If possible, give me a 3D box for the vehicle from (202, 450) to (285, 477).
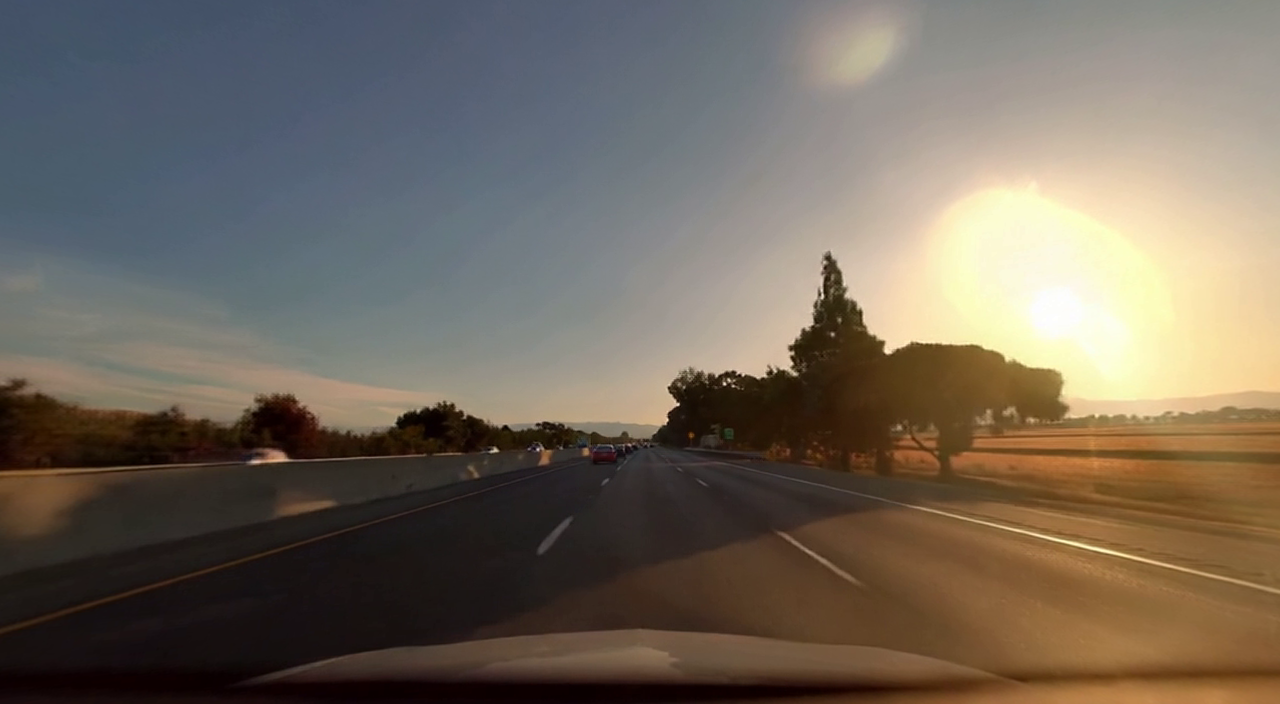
[{"bbox_3d":[-24.465,6.848,39.099,1.991,1.525,4.792,0,-8,0],"label":"vehicle"}]
